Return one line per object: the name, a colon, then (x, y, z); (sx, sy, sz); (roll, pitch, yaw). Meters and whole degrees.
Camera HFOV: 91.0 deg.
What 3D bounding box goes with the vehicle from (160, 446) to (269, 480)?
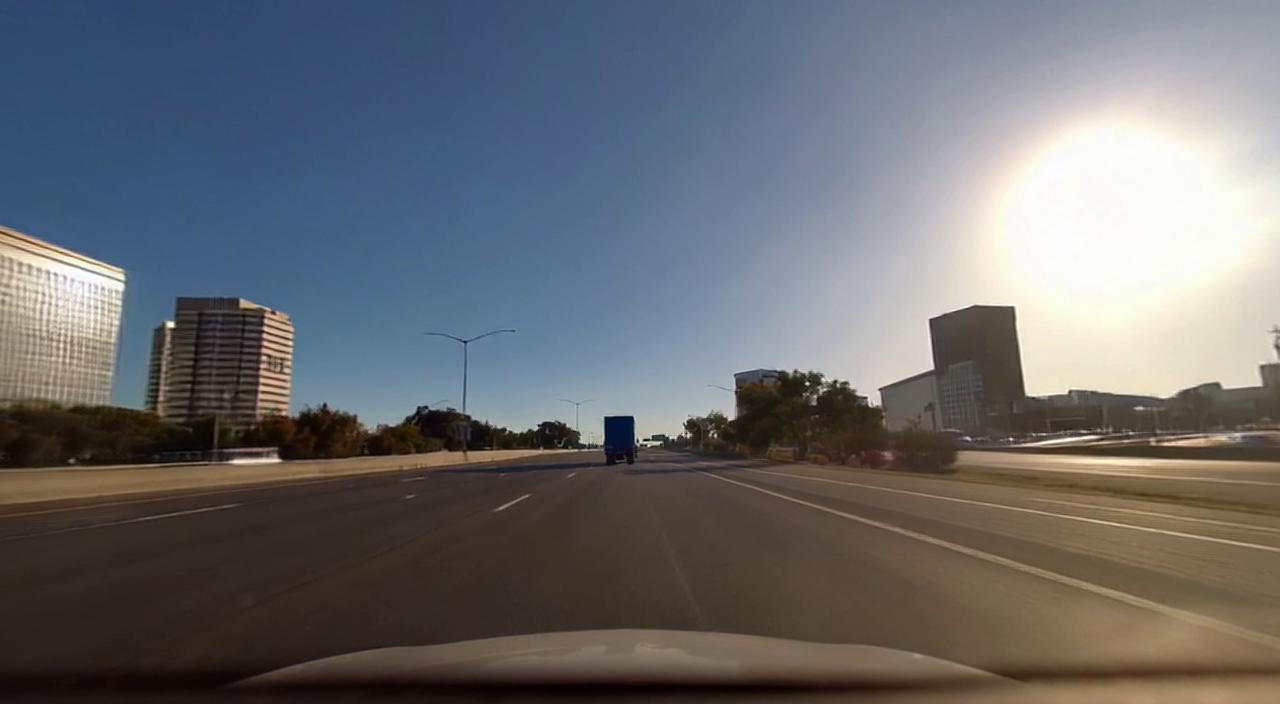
vehicle: (-24.418, 6.358, 36.507); (2.165, 1.728, 5.997); (0, -9, 0)
